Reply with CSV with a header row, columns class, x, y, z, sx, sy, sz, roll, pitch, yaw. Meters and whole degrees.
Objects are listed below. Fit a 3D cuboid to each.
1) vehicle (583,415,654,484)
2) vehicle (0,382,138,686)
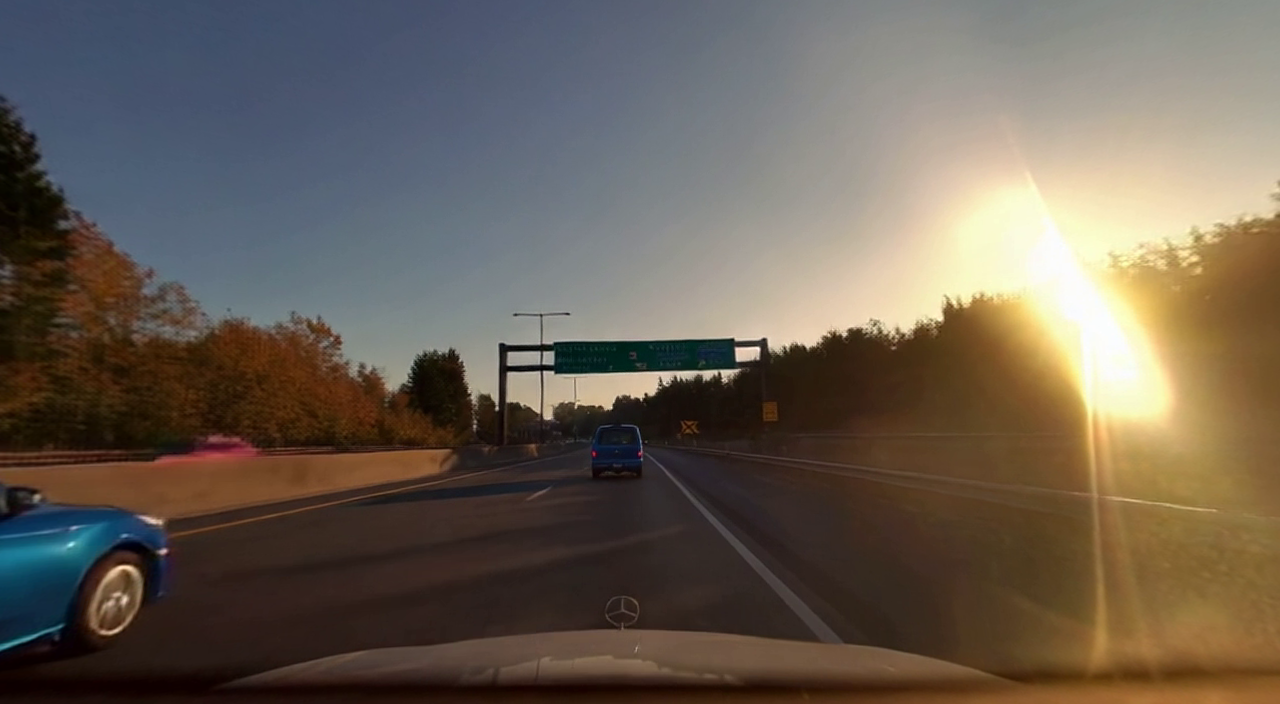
class,x,y,z,sx,sy,sz,roll,pitch,yaw
vehicle,-0.716,3.448,22.520,2.248,2.154,4.892,1,-8,-1
vehicle,-4.628,0.815,2.184,2.198,1.666,4.311,1,-8,-1
